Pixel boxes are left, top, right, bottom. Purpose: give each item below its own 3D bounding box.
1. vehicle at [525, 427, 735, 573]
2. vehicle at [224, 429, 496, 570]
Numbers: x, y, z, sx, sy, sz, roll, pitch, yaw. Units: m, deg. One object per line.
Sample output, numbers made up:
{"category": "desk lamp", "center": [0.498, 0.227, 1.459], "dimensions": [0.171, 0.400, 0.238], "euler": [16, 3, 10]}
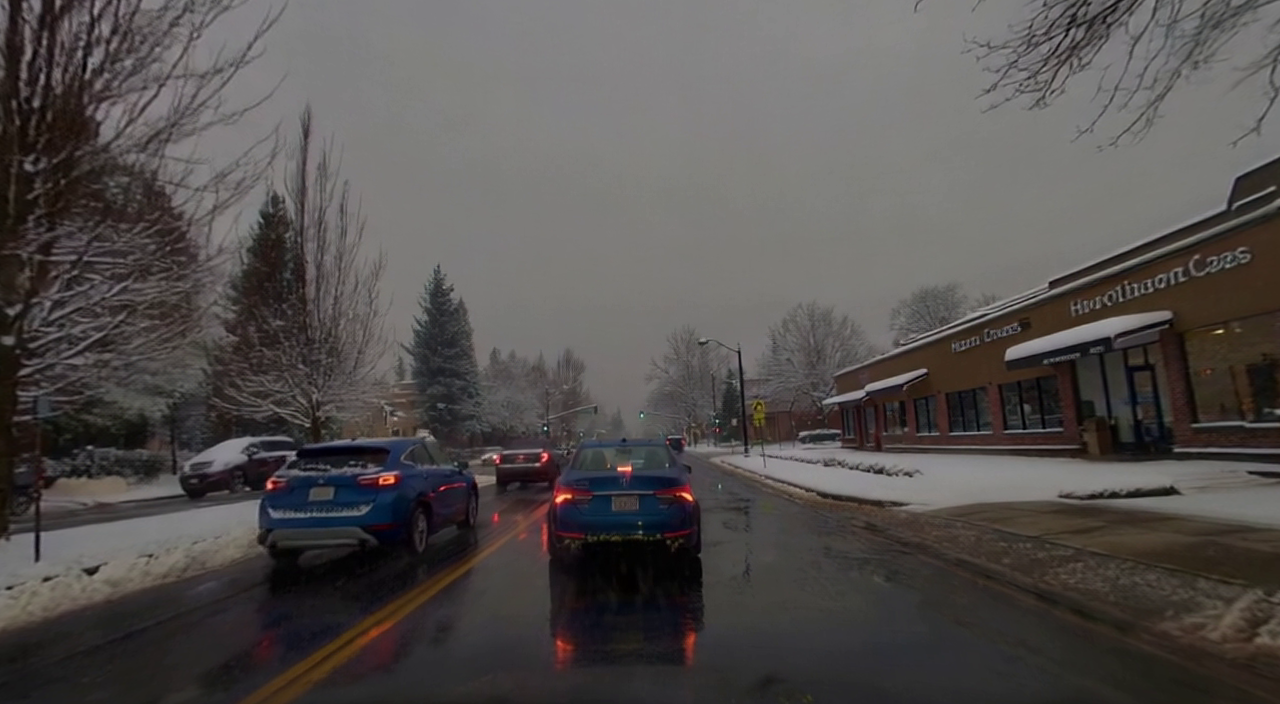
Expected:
{"category": "vehicle", "center": [-0.105, 1.837, 8.585], "dimensions": [2.160, 1.482, 4.037], "euler": [0, -9, 0]}
{"category": "vehicle", "center": [-3.452, 1.879, 8.785], "dimensions": [1.905, 1.473, 4.016], "euler": [0, -9, 0]}
